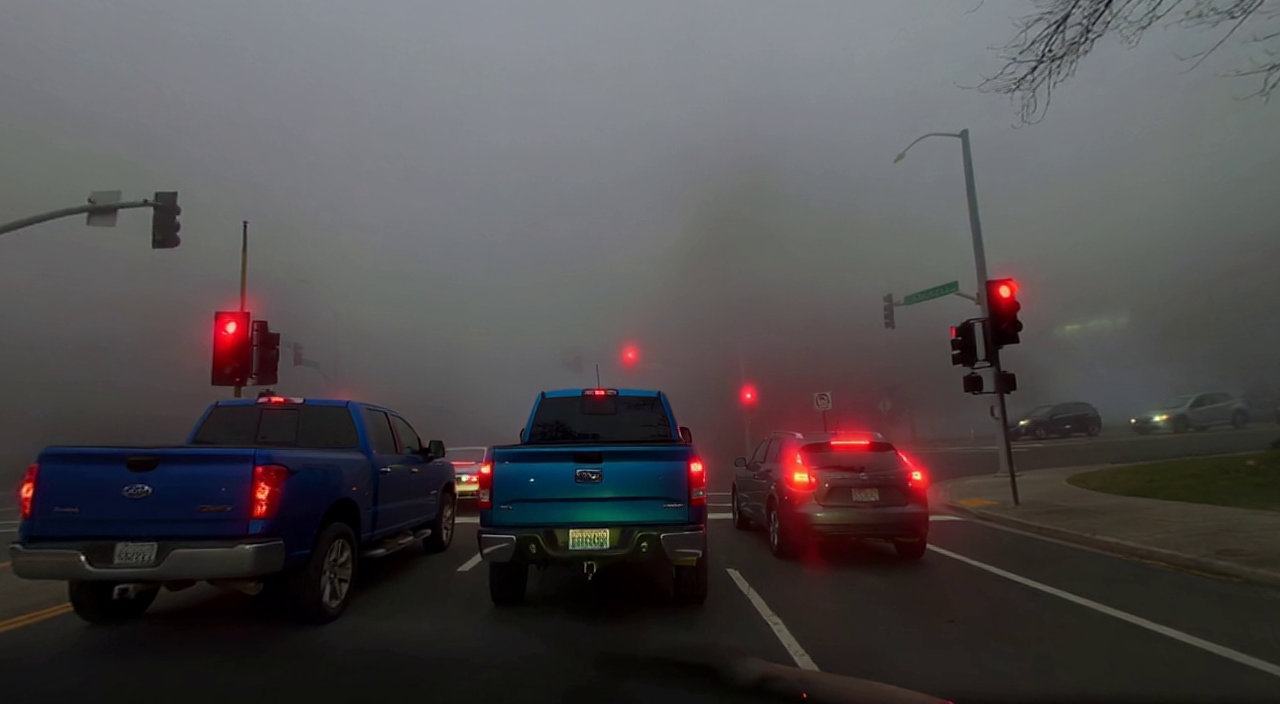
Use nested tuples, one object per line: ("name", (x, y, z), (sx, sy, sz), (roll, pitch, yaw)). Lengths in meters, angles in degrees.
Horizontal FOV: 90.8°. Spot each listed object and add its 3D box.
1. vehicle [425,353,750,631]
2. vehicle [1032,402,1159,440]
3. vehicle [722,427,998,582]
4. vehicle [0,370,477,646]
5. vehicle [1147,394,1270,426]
("vehicle", (-0.399, 1.310, 6.770), (2.282, 1.964, 4.421), (0, -9, -1))
("vehicle", (23.286, 3.589, 32.480), (4.721, 1.866, 2.188), (0, -9, 2))
("vehicle", (2.416, 1.801, 8.328), (2.016, 1.481, 4.336), (0, -9, -1))
("vehicle", (-3.466, 1.414, 6.863), (2.146, 1.828, 5.148), (0, -9, -2))
("vehicle", (29.323, 3.041, 32.667), (4.540, 1.543, 1.803), (0, -9, 1))
